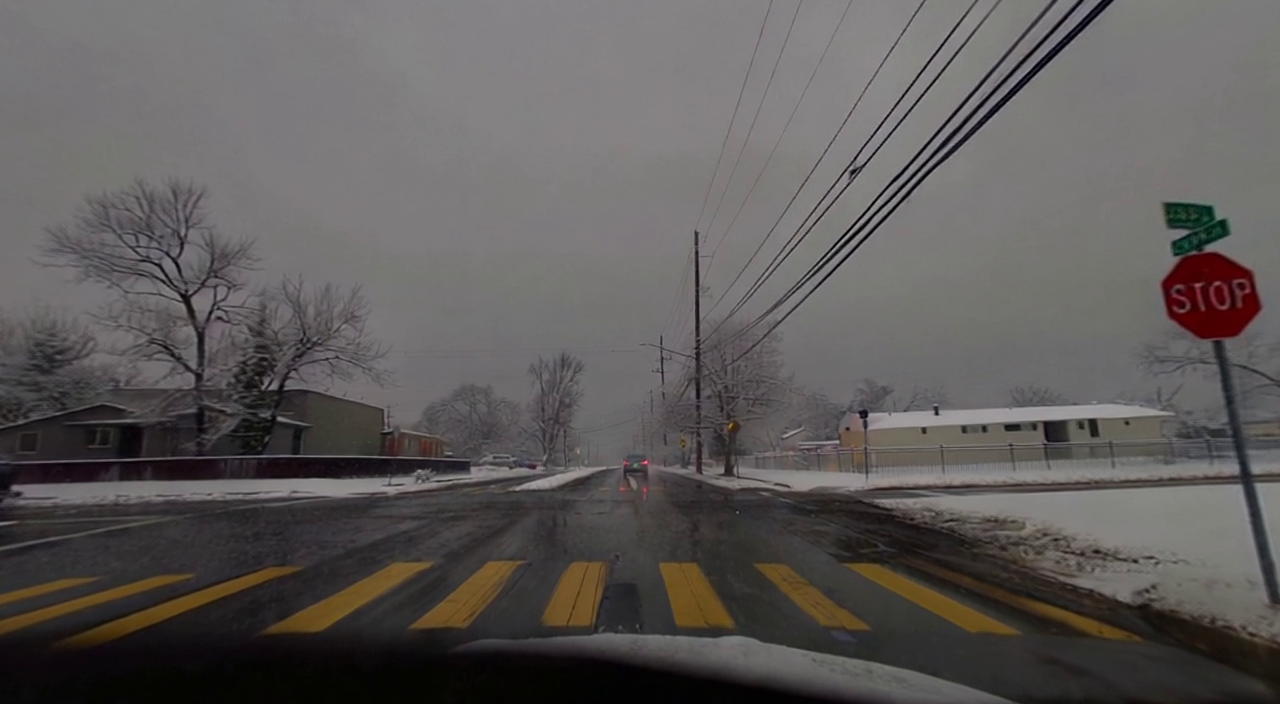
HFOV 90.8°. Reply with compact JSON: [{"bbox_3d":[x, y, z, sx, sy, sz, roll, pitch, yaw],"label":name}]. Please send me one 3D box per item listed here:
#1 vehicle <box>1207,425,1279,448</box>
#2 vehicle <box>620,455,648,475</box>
[{"bbox_3d":[44.588,6.116,45.670,2.251,1.596,5.193,0,-8,0],"label":"vehicle"},{"bbox_3d":[-0.474,8.803,49.340,2.064,1.477,3.968,0,-9,0],"label":"vehicle"}]
